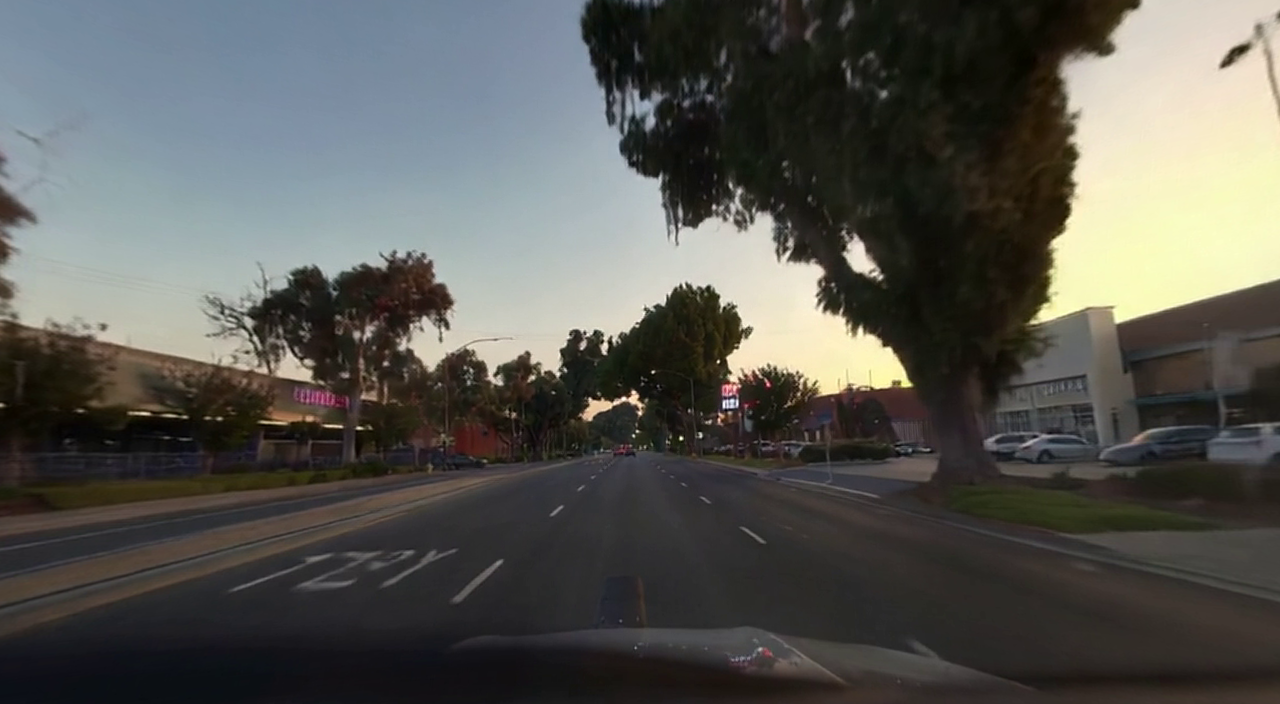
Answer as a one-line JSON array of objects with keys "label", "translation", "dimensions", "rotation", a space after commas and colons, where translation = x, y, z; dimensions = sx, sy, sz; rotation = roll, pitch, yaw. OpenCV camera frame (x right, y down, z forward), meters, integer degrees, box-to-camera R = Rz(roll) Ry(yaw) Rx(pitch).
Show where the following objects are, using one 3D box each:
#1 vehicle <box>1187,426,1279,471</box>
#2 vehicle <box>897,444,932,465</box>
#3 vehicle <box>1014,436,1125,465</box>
[{"label": "vehicle", "translation": [23.395, 3.553, 23.344], "dimensions": [4.435, 1.548, 2.082], "rotation": [0, -9, -3]}, {"label": "vehicle", "translation": [20.352, 7.551, 46.668], "dimensions": [1.901, 1.461, 4.482], "rotation": [-5, -10, 28]}, {"label": "vehicle", "translation": [23.236, 5.329, 34.294], "dimensions": [4.579, 1.482, 1.911], "rotation": [0, -8, 0]}]
